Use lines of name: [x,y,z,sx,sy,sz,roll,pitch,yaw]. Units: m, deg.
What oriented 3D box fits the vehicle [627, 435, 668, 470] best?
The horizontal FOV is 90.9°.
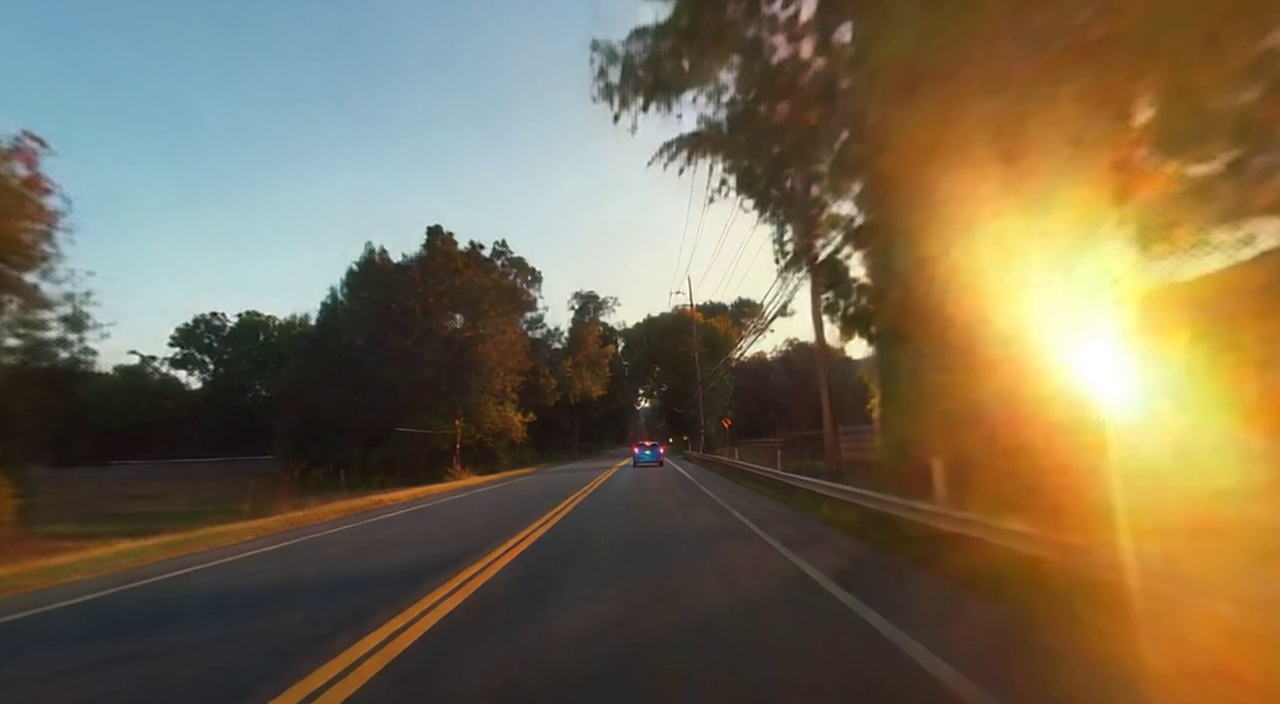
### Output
vehicle: [0.462,6.385,40.100,2.468,2.056,4.422,0,-9,0]
